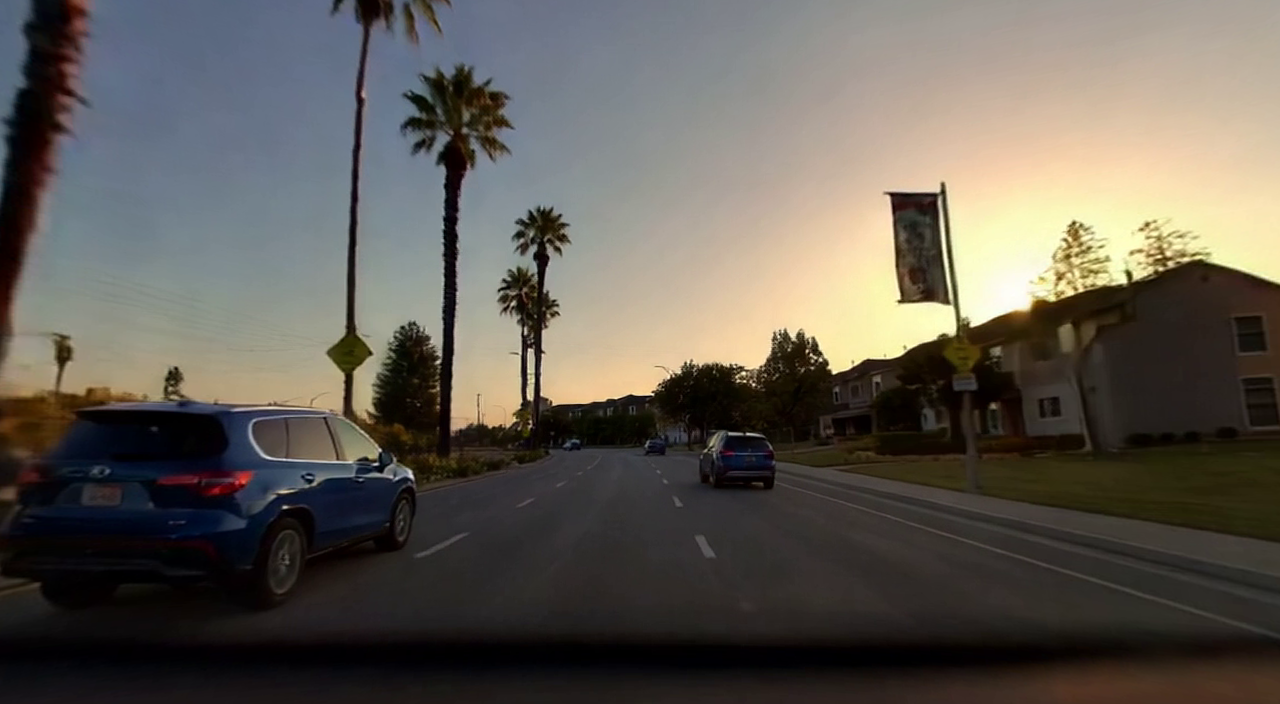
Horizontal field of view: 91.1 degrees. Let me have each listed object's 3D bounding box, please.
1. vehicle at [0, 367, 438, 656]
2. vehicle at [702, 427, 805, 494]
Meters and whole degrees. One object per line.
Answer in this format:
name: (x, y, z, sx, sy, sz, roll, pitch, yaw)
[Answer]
vehicle: (-3.938, 1.329, 6.354, 2.150, 1.768, 4.868, 0, -8, 0)
vehicle: (3.309, 3.293, 19.440, 2.195, 1.804, 4.658, 0, -8, -2)
